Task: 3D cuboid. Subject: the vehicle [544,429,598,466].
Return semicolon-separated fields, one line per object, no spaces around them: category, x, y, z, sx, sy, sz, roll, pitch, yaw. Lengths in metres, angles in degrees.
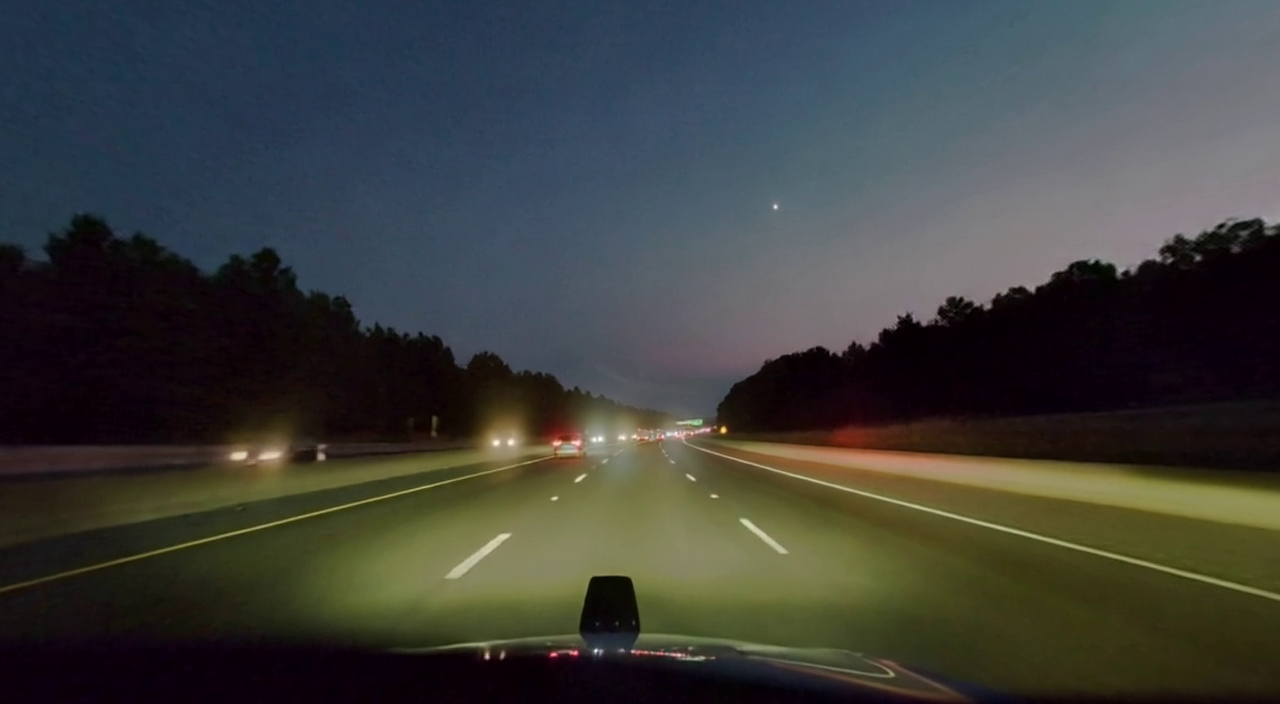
vehicle;-3.273;4.628;30.664;2.084;1.654;4.080;0;-8;1

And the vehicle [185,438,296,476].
vehicle;-17.117;4.494;27.336;1.901;1.482;4.538;0;-8;-1
